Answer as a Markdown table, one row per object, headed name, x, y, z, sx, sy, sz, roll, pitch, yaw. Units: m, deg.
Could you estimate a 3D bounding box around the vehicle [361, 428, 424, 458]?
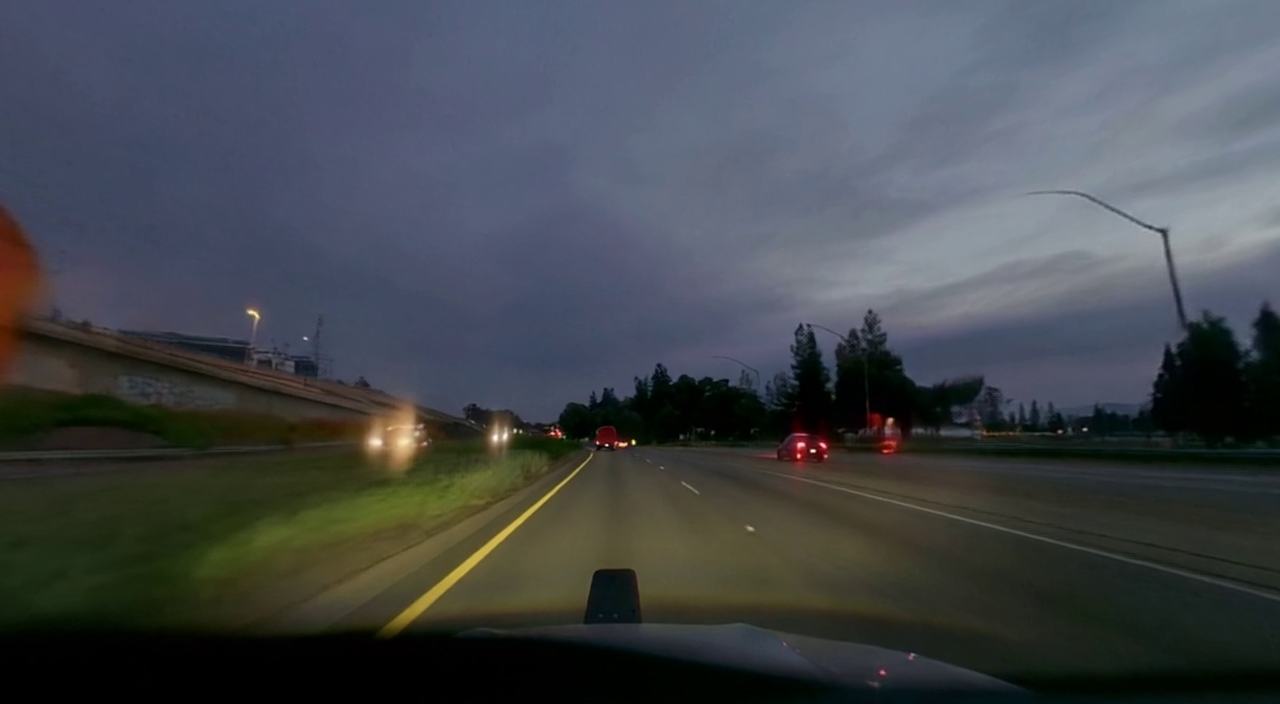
| name | x | y | z | sx | sy | sz | roll | pitch | yaw |
| --- | --- | --- | --- | --- | --- | --- | --- | --- | --- |
| vehicle | -14.506 | 5.371 | 37.211 | 2.059 | 1.661 | 4.441 | 0 | -8 | -2 |
